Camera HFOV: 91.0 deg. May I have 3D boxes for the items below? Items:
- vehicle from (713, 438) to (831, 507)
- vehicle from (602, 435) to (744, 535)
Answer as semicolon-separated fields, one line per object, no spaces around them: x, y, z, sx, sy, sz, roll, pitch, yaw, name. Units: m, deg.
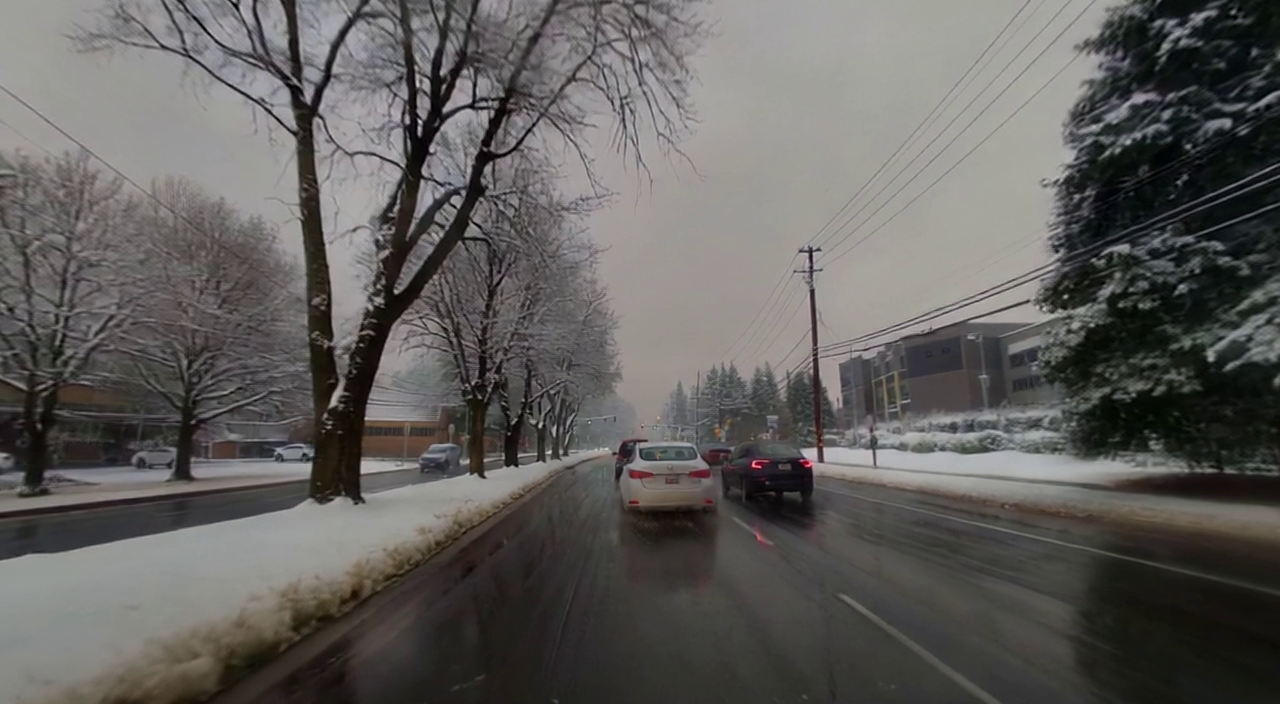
3.148;2.950;15.919;1.985;1.489;4.036;0;-8;-2;vehicle
0.419;2.307;11.574;2.144;1.473;4.028;0;-8;-2;vehicle
